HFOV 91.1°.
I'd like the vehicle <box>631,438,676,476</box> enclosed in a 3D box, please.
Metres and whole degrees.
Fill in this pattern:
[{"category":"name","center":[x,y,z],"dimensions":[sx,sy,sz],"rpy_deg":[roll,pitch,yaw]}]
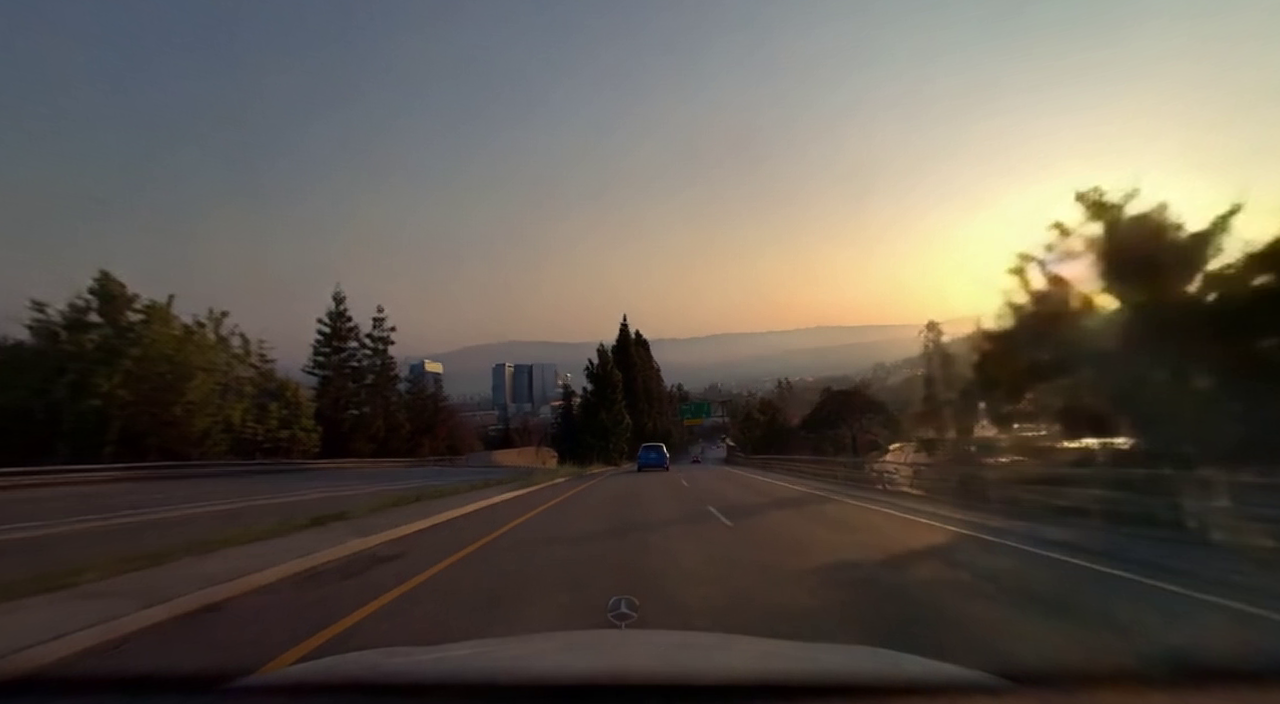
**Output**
[{"category":"vehicle","center":[0.843,6.373,38.302],"dimensions":[2.546,2.126,5.153],"rpy_deg":[-1,-9,2]}]

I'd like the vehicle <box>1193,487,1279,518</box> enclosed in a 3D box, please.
[{"category":"vehicle","center":[47.810,11.775,49.231],"dimensions":[6.211,2.137,2.358],"rpy_deg":[-2,-9,6]}]
